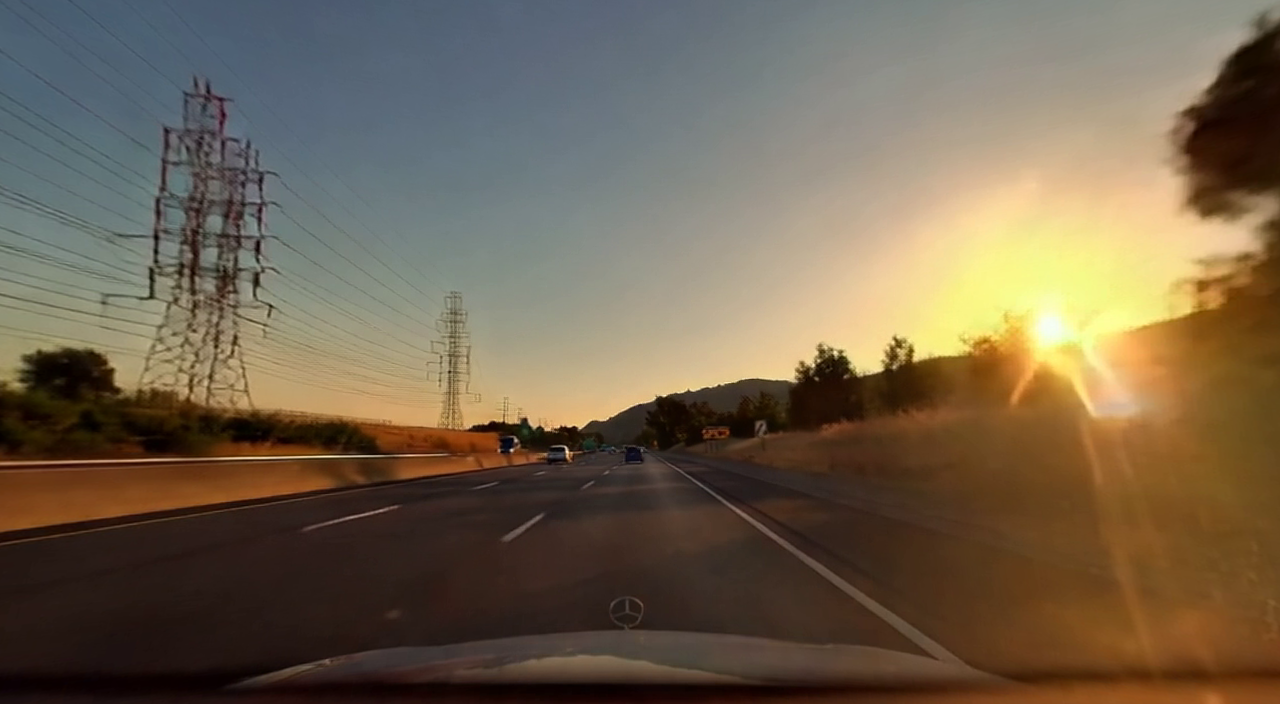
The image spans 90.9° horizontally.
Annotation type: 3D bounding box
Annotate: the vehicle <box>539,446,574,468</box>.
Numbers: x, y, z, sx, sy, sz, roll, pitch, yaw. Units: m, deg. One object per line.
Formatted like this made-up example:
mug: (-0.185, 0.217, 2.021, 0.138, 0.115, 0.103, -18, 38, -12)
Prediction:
vehicle: (-5.952, 7.558, 45.323, 1.911, 1.491, 3.624, 0, -9, 2)
